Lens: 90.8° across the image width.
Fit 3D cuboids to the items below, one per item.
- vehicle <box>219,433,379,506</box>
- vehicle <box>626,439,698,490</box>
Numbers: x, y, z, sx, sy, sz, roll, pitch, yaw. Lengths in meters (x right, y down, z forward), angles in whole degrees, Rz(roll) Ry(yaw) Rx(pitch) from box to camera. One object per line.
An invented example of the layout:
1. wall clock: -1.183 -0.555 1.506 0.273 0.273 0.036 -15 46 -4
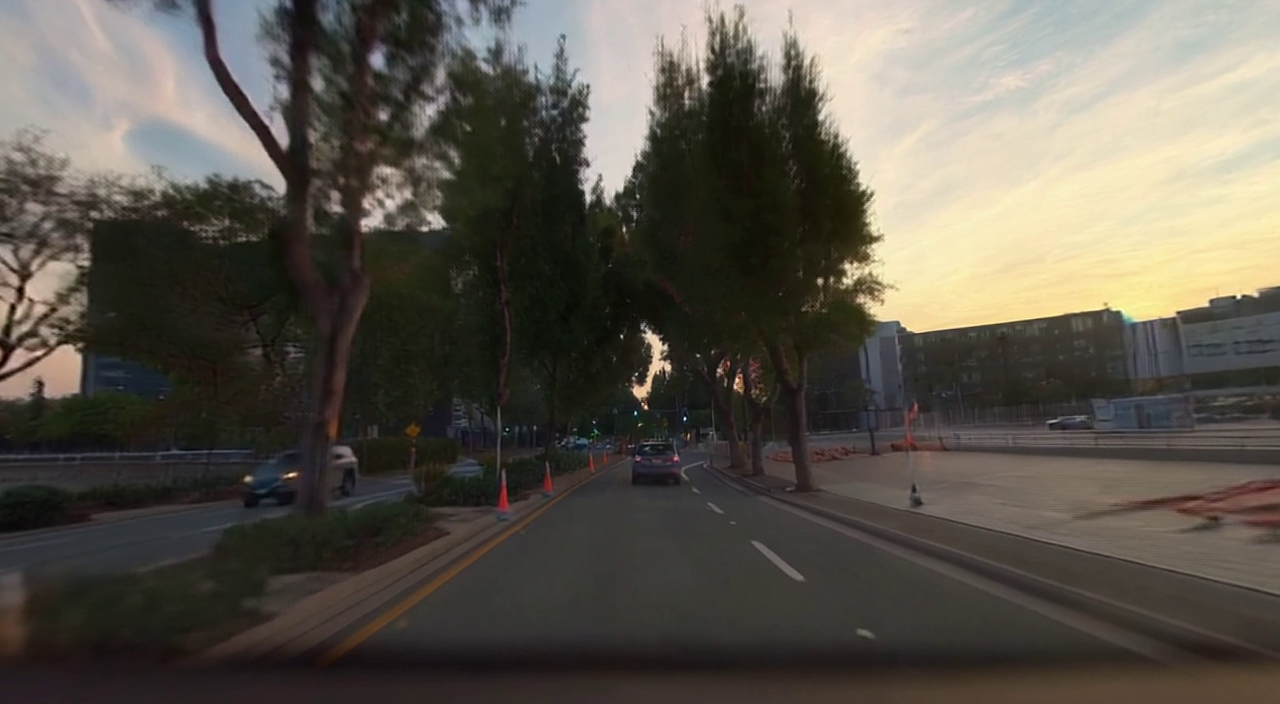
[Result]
1. vehicle: -11.144 3.867 21.302 2.349 2.106 5.464 0 -9 0
2. vehicle: 0.715 3.684 20.995 2.114 1.493 4.430 0 -9 2
